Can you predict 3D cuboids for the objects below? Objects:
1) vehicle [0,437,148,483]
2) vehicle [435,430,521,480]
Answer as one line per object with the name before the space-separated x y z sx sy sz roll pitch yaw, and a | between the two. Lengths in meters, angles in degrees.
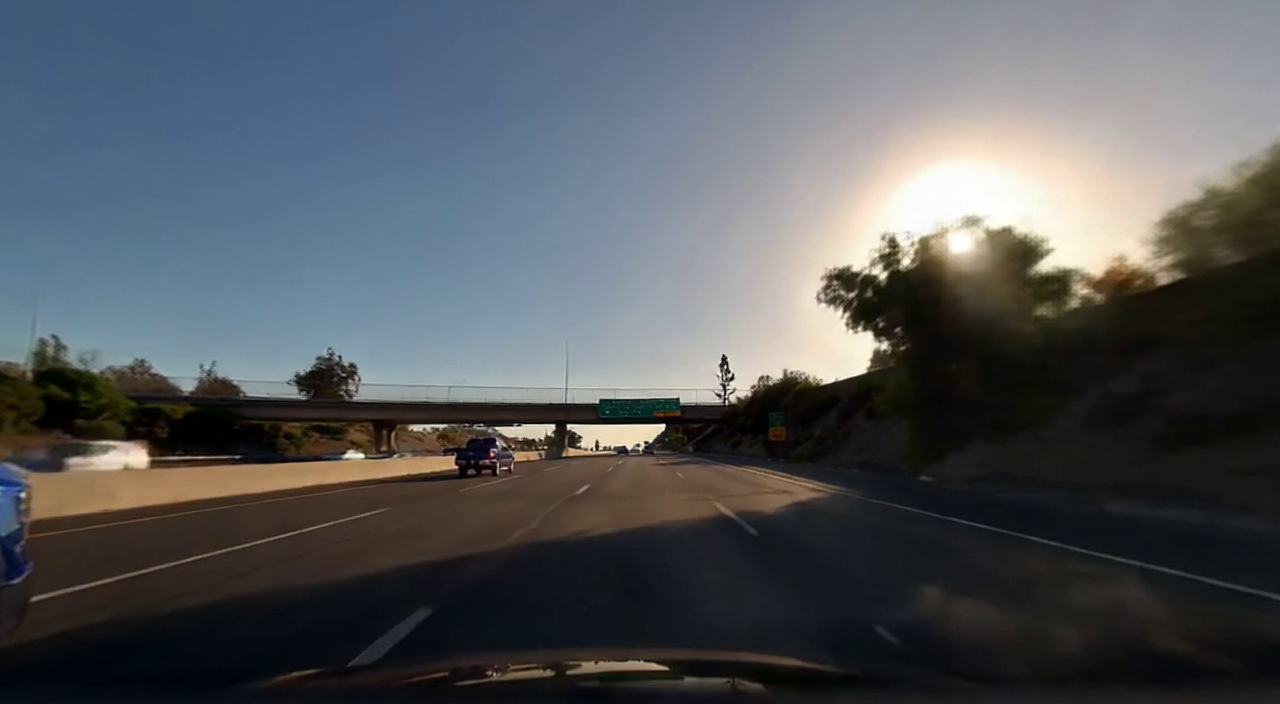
vehicle | -25.102 4.697 27.761 2.163 1.815 5.677 0 -9 0
vehicle | -6.884 4.465 27.479 2.260 1.917 5.499 0 -9 0
